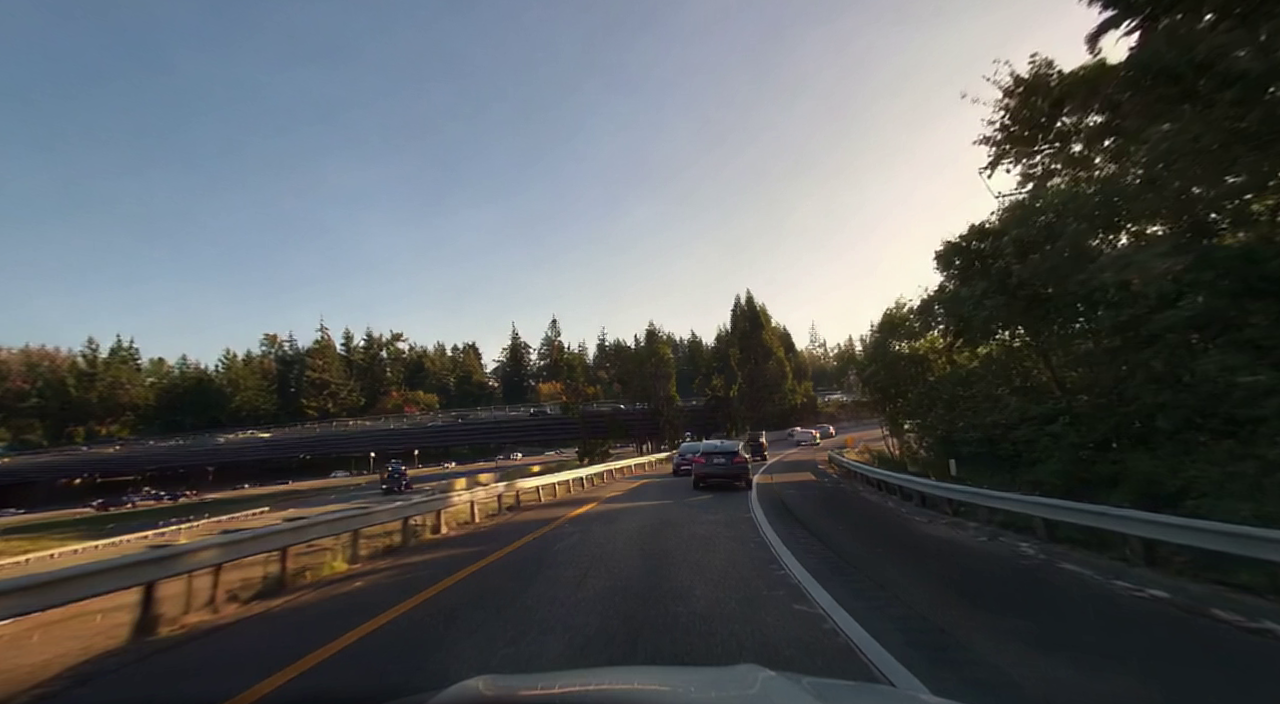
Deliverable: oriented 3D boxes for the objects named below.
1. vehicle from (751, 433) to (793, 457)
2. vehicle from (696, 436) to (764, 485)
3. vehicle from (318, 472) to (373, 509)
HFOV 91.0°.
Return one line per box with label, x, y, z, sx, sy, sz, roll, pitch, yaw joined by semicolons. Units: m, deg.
vehicle;8.792;6.156;41.751;2.078;1.474;4.165;-3;-9;20
vehicle;3.219;3.717;21.889;2.091;1.482;4.321;-2;-9;11
vehicle;-14.076;6.594;30.231;1.781;1.443;3.939;2;-9;-17
